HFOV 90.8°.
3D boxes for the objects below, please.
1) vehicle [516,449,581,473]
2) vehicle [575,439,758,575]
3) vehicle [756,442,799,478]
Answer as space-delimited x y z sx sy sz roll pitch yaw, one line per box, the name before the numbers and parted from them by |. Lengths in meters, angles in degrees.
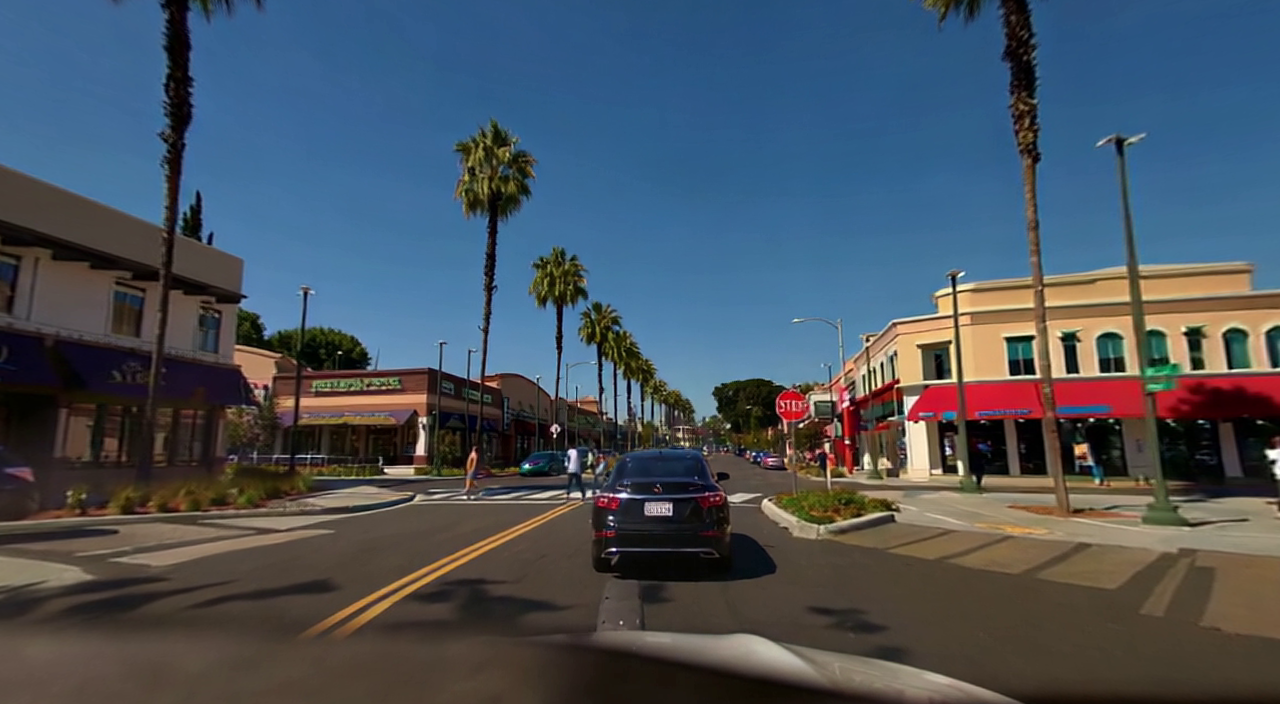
vehicle | -6.915 8.231 47.949 4.529 1.682 1.895 6 -11 -36
vehicle | 0.444 2.030 9.081 2.031 1.479 3.969 -1 -9 5
vehicle | 9.418 7.373 43.270 2.467 2.369 1.577 5 -10 -36
